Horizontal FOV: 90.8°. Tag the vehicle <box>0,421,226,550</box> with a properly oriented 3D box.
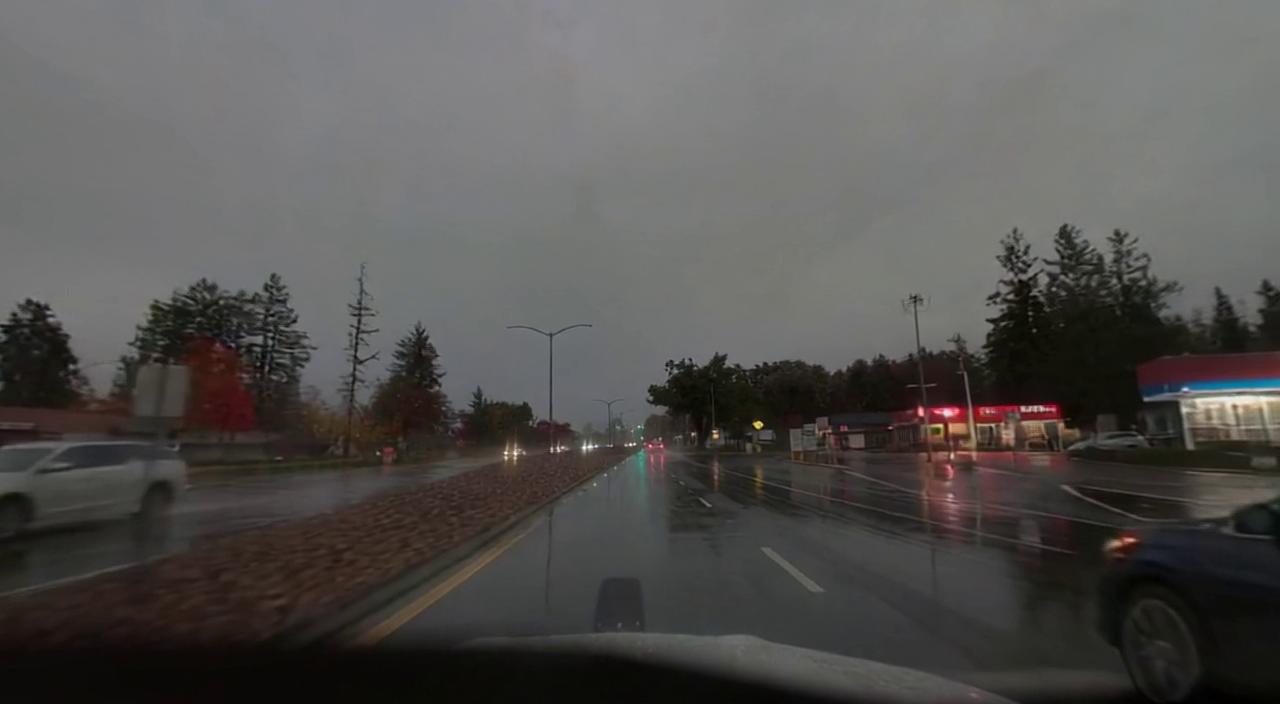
[{"bbox_3d":[-8.408,1.922,9.179,1.913,1.478,4.312,-4,-10,-1],"label":"vehicle"}]

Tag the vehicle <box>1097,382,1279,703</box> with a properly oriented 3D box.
[{"bbox_3d":[3.429,0.651,0.980,1.967,1.480,4.596,0,-8,0],"label":"vehicle"}]
